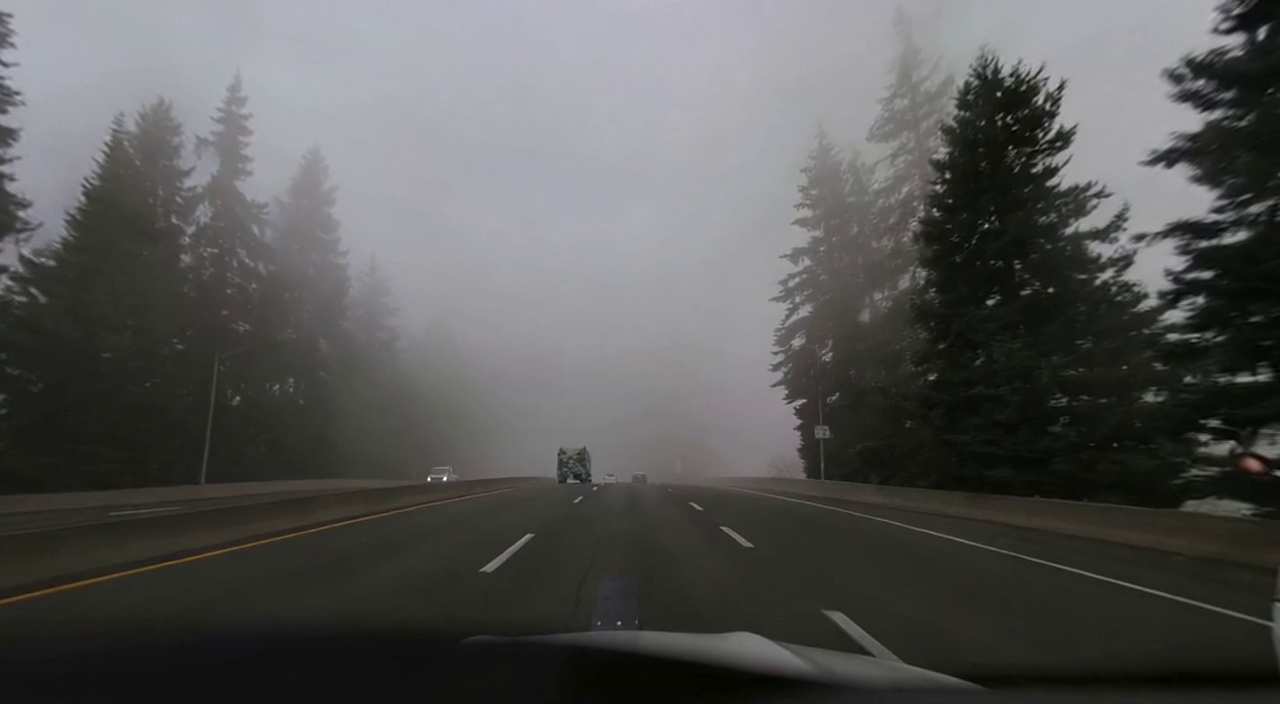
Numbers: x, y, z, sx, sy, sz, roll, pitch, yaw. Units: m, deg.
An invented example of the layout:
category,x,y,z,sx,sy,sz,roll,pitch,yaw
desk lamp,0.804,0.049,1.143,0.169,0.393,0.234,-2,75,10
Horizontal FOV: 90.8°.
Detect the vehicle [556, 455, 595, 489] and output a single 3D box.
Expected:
category,x,y,z,sx,sy,sz,roll,pitch,yaw
vehicle,-4.591,8.616,45.802,2.323,2.252,4.808,0,-9,-1
